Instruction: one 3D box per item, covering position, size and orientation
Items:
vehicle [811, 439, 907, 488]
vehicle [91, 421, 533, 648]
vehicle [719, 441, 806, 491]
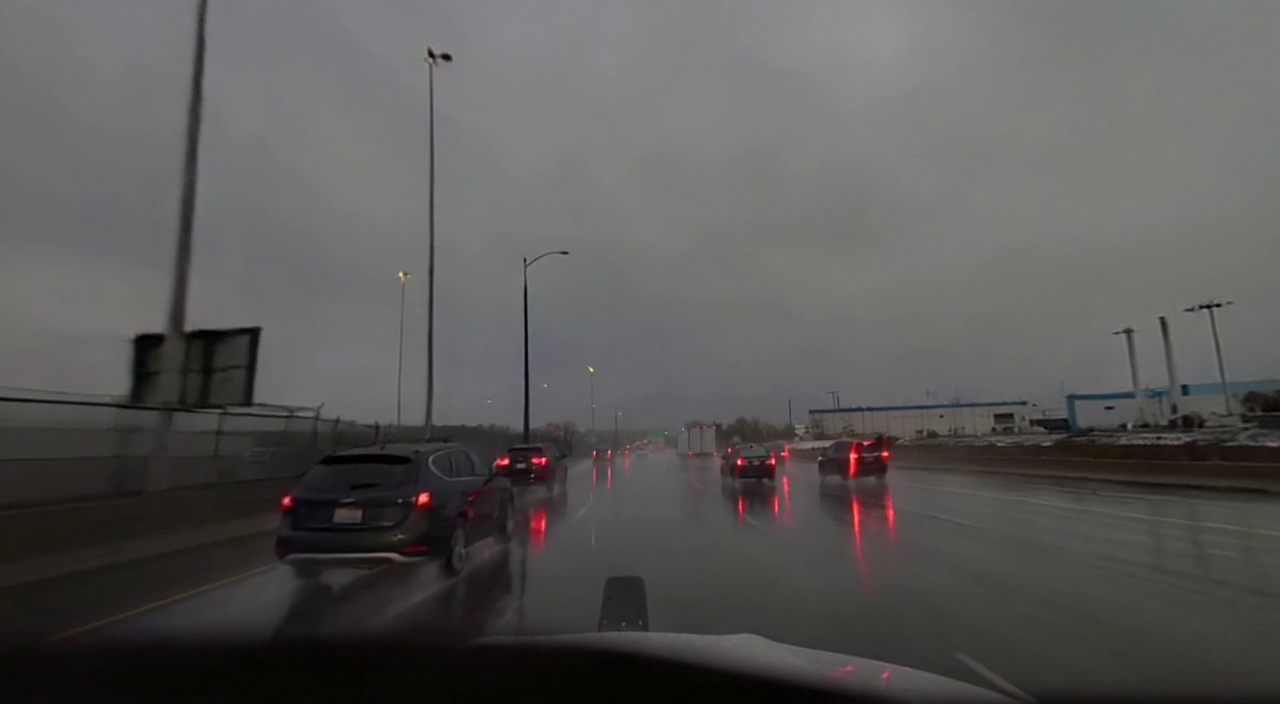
[{"bbox_3d":[7.451,3.801,21.868,1.860,1.520,3.961,0,-8,-1],"label":"vehicle"},{"bbox_3d":[-2.717,1.618,6.888,2.067,1.555,4.851,-1,-8,2],"label":"vehicle"},{"bbox_3d":[3.892,3.677,20.828,1.942,1.453,4.329,0,-8,-1],"label":"vehicle"}]
